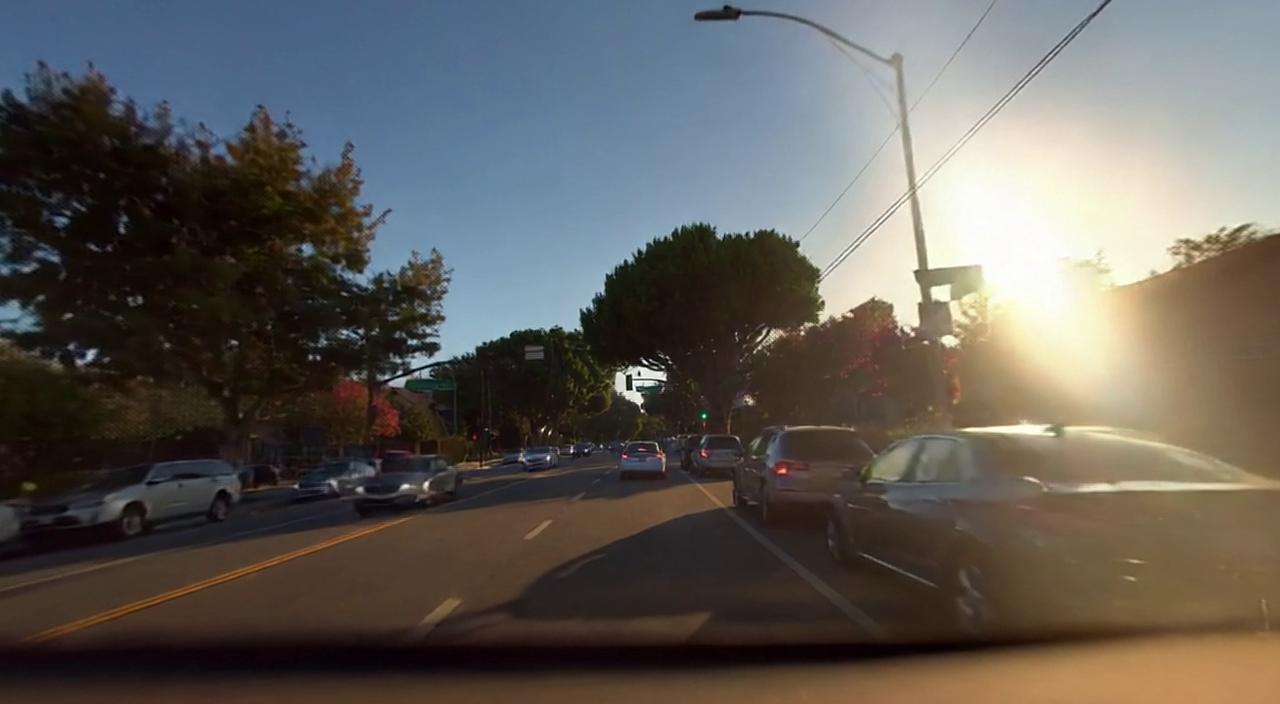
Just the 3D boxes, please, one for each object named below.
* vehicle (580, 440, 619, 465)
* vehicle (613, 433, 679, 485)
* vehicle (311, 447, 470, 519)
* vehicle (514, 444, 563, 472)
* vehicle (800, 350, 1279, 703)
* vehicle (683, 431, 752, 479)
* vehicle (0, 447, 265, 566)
[{"bbox_3d":[-2.557,6.504,40.904,2.117,1.528,4.277,0,-8,1],"label":"vehicle"},{"bbox_3d":[0.182,3.627,21.664,2.041,1.575,4.304,0,-8,0],"label":"vehicle"},{"bbox_3d":[-5.901,3.116,15.704,1.987,1.478,4.693,0,-8,1],"label":"vehicle"},{"bbox_3d":[-5.855,6.198,37.129,1.981,1.498,4.701,0,-8,2],"label":"vehicle"},{"bbox_3d":[2.783,1.155,4.768,1.974,1.696,4.461,0,-8,0],"label":"vehicle"},{"bbox_3d":[2.973,4.073,25.236,2.060,1.733,4.639,0,-8,-2],"label":"vehicle"},{"bbox_3d":[-11.902,3.468,15.211,2.264,2.010,5.742,-5,-7,0],"label":"vehicle"}]
